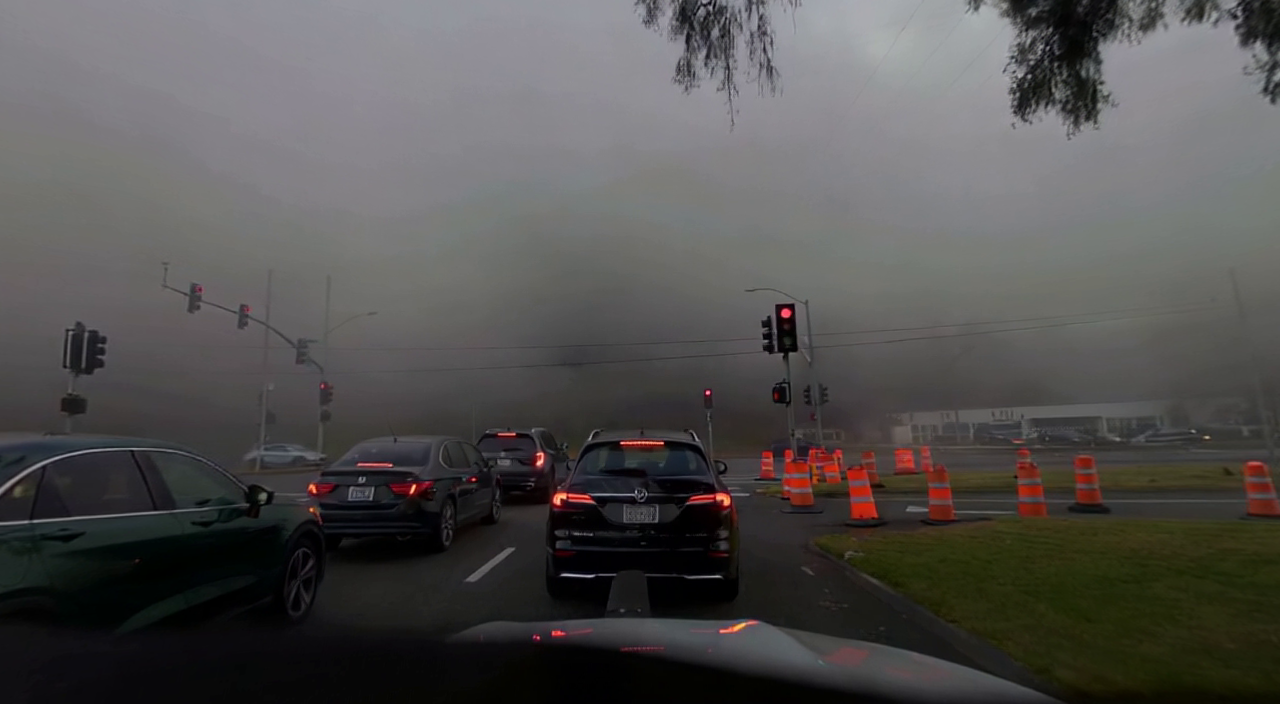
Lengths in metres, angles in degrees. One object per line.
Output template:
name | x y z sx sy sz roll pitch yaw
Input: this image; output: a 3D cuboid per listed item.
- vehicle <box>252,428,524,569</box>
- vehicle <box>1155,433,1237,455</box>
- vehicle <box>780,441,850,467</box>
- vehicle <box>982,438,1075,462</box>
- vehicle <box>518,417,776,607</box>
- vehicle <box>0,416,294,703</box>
vehicle | -3.275 2.001 9.446 1.989 1.541 4.626 0 -9 2
vehicle | 44.087 7.288 49.947 4.672 1.676 1.867 0 -9 0
vehicle | 11.289 6.609 40.811 4.051 1.583 1.794 0 -9 1
vehicle | 25.229 6.380 41.004 4.807 1.504 1.837 0 -9 2
vehicle | 0.102 1.625 7.213 2.167 1.560 3.676 0 -9 1
vehicle | -3.599 0.948 2.164 2.064 1.497 4.722 0 -9 1
